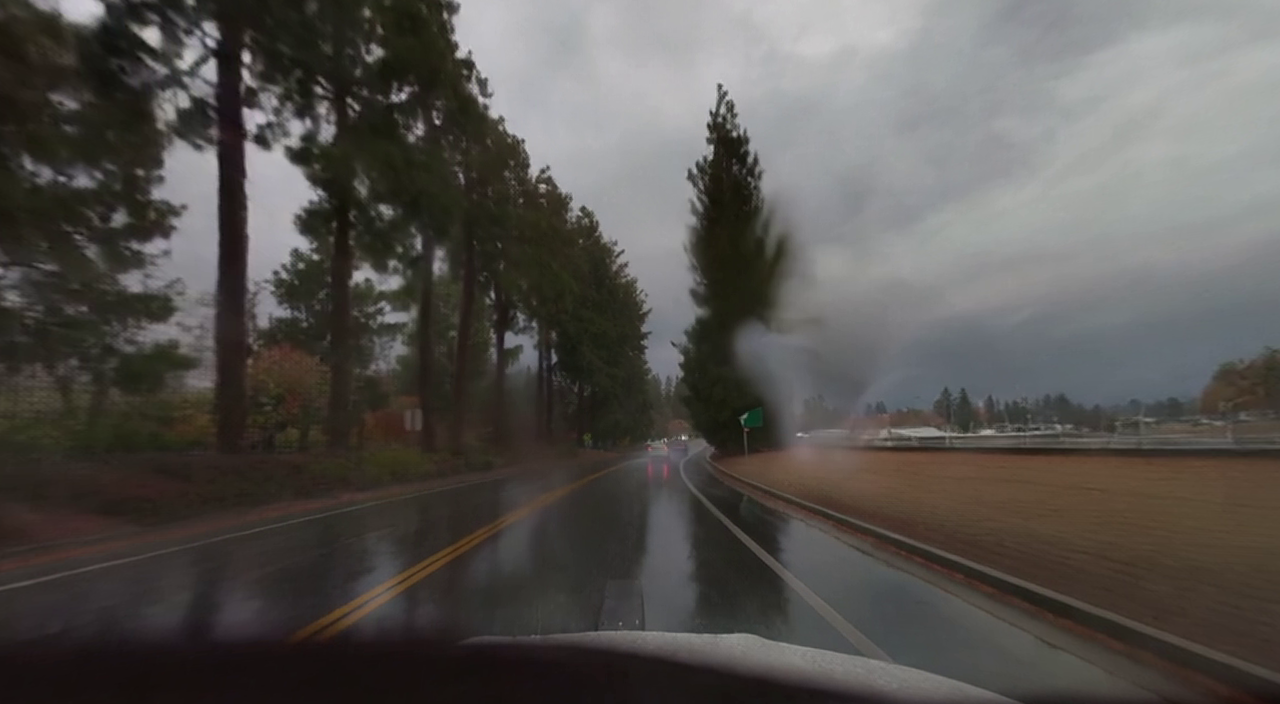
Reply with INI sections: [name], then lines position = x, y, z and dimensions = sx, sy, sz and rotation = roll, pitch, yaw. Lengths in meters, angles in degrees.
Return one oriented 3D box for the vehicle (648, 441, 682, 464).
[vehicle]
position = 1.730, 6.783, 42.666
dimensions = 2.071, 1.474, 4.047
rotation = -1, -8, 5
